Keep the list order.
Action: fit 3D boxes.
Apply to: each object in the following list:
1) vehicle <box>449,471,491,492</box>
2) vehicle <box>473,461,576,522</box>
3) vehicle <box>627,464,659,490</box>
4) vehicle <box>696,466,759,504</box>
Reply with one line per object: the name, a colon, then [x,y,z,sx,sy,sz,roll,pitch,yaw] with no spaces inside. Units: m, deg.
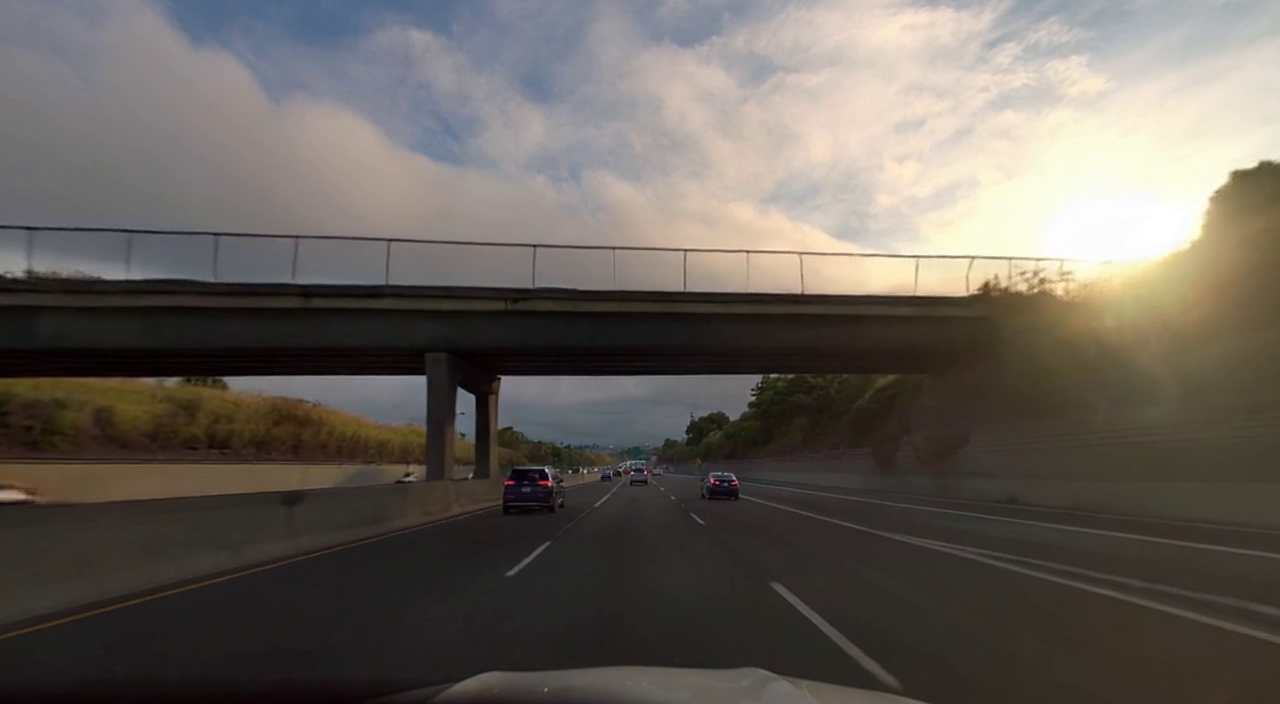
vehicle: [-12.466,9.480,46.191,1.795,1.456,4.329,0,-10,1]
vehicle: [-3.197,3.992,18.352,2.099,1.516,4.308,0,-10,1]
vehicle: [0.230,8.845,44.428,2.181,1.698,4.056,0,-10,0]
vehicle: [3.810,5.921,28.209,2.092,1.518,4.348,1,-10,-1]
